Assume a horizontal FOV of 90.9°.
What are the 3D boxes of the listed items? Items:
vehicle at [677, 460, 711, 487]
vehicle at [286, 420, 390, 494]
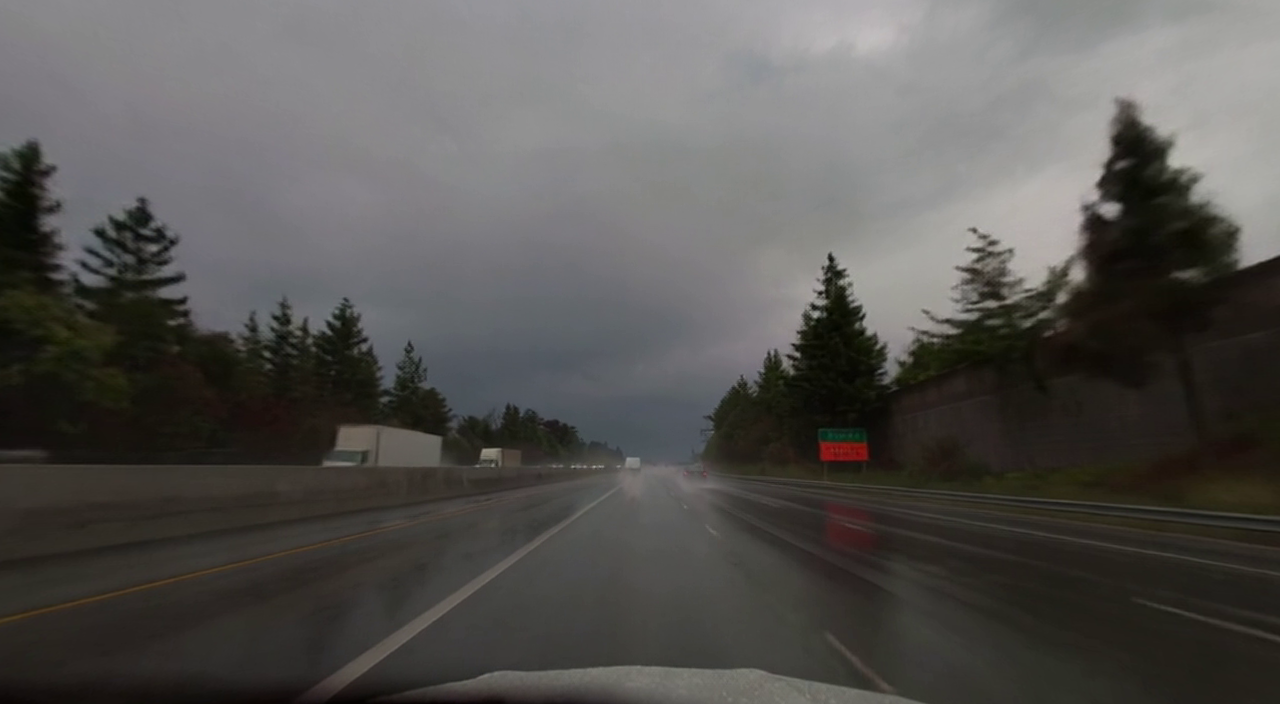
[{"bbox_3d":[4.027,9.232,47.983,2.093,1.933,4.623,1,-10,-1],"label":"vehicle"},{"bbox_3d":[-17.769,6.270,37.622,3.019,3.988,5.836,1,-10,1],"label":"vehicle"}]
